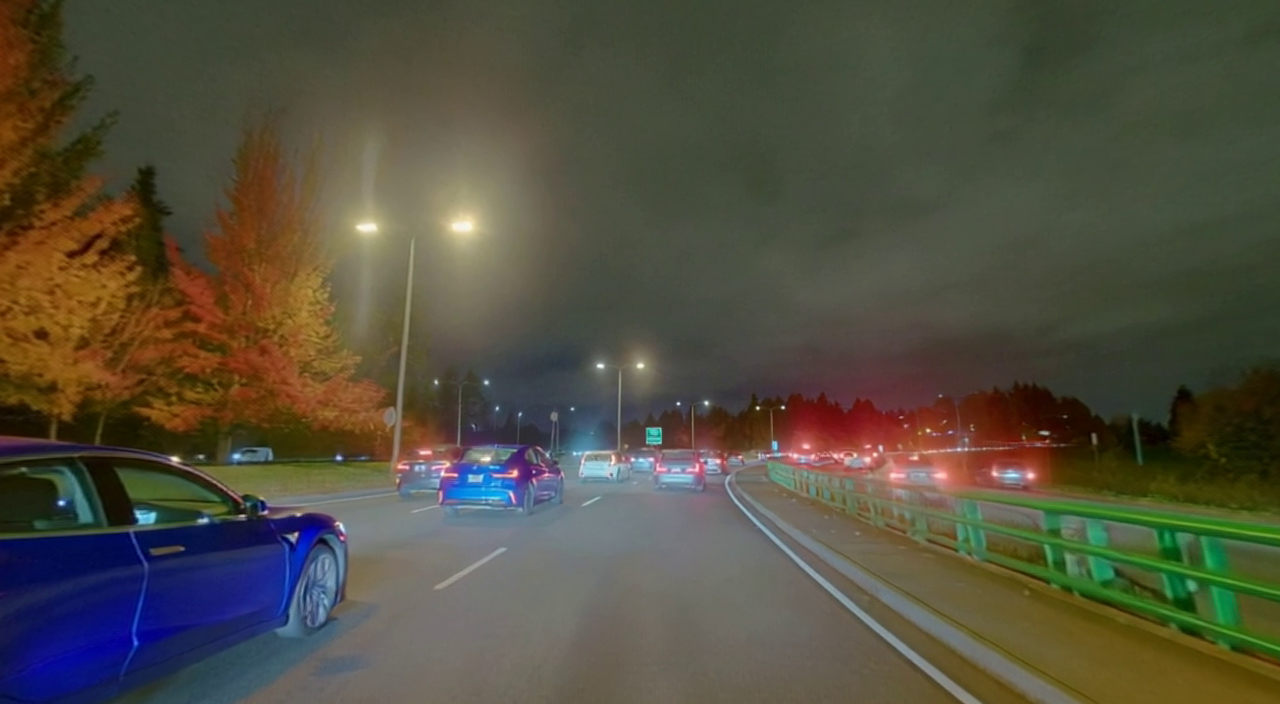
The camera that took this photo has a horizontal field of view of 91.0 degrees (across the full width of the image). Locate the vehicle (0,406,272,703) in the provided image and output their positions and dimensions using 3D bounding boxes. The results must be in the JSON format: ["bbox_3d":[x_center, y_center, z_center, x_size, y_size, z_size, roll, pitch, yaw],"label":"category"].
[{"bbox_3d":[-3.493,0.896,2.032,1.921,1.503,4.317,0,-9,1],"label":"vehicle"}]

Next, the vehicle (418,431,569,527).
[{"bbox_3d":[-2.872,2.610,13.551,1.979,1.663,4.513,0,-9,2],"label":"vehicle"}]

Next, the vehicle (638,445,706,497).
[{"bbox_3d":[1.123,3.863,20.896,2.015,1.506,4.276,0,-9,4],"label":"vehicle"}]

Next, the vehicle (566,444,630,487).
[{"bbox_3d":[-1.658,4.708,26.485,1.930,1.635,4.260,-1,-9,7],"label":"vehicle"}]

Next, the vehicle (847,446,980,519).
[{"bbox_3d":[7.004,3.327,16.632,1.768,1.634,4.064,0,-9,2],"label":"vehicle"}]

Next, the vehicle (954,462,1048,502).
[{"bbox_3d":[15.691,5.629,27.675,1.816,1.481,4.422,0,-9,5],"label":"vehicle"}]
